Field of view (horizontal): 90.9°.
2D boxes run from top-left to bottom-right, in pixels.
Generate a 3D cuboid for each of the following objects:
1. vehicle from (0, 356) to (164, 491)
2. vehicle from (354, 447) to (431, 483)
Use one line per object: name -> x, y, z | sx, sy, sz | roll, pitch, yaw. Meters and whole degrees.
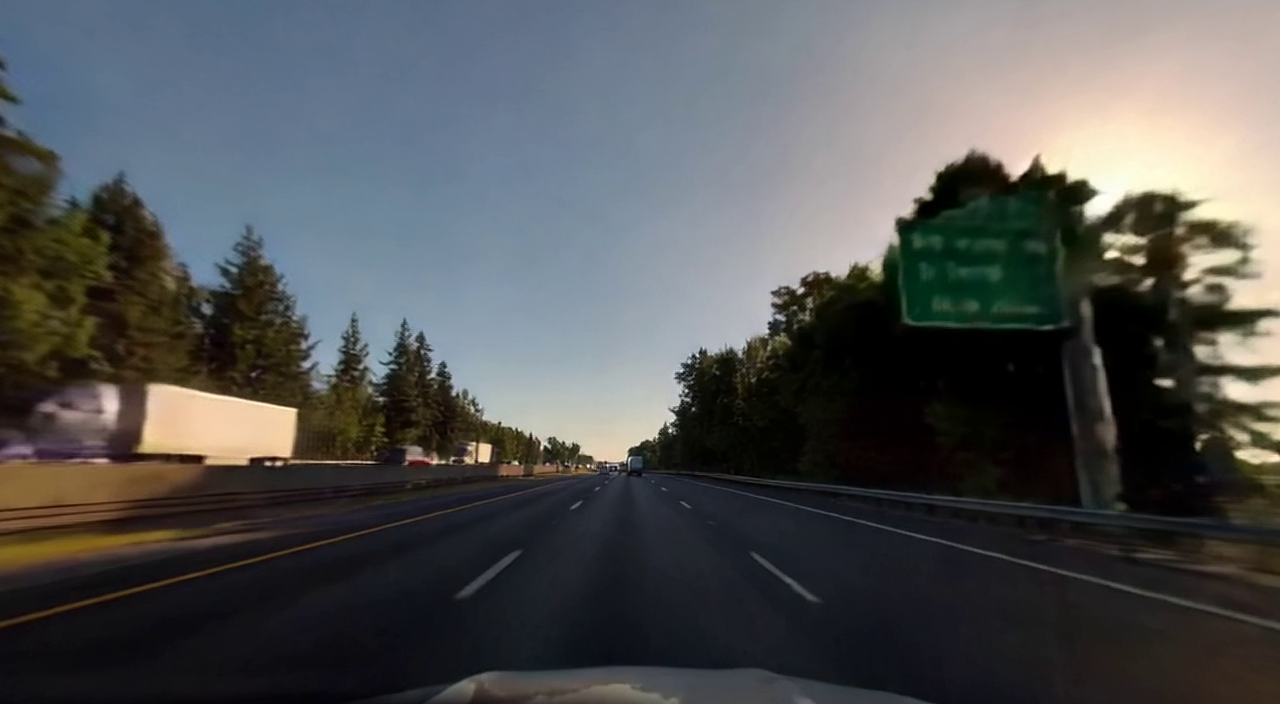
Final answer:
vehicle -> -20.047, 2.570, 21.286 | 2.931, 3.913, 5.982 | 1, -10, 0
vehicle -> -12.065, 5.557, 31.007 | 2.157, 1.605, 4.018 | 1, -10, -1
